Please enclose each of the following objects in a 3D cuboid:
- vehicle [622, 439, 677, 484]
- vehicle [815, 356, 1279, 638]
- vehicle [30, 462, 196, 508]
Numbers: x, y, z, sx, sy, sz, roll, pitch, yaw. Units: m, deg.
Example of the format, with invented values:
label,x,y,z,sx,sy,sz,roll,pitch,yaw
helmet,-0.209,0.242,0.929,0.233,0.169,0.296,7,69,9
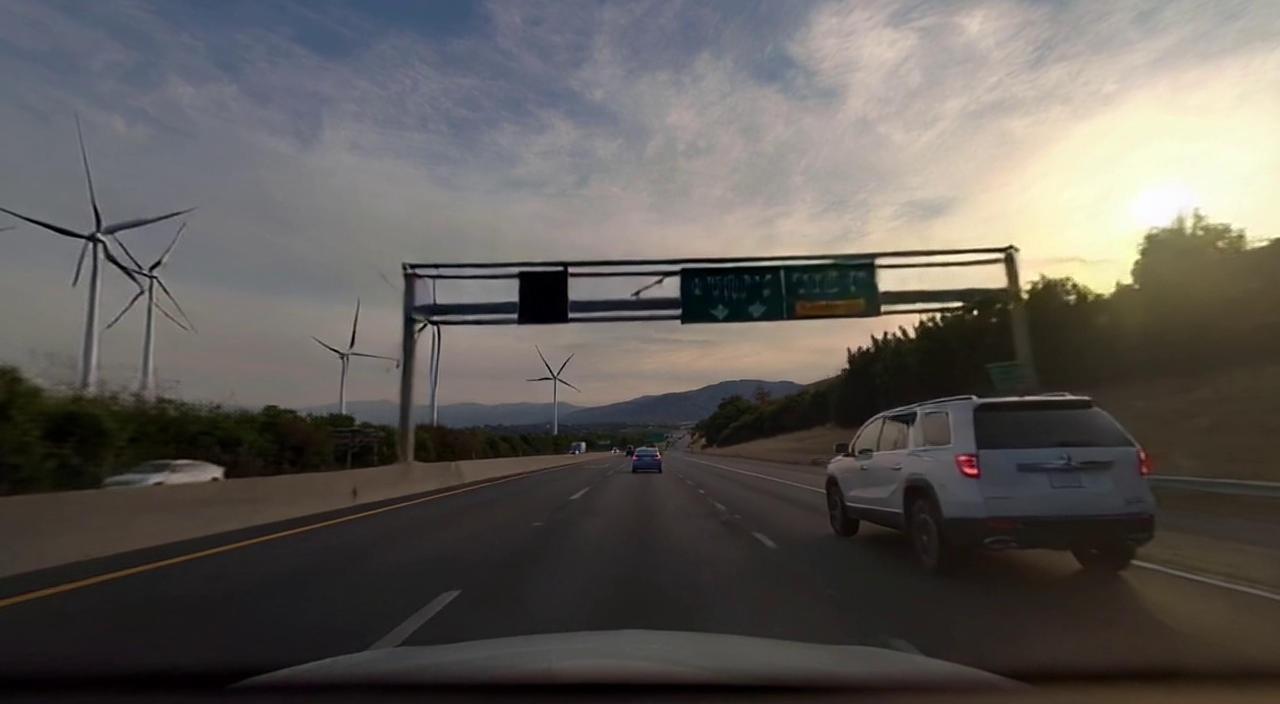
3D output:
label,x,y,z,sx,sy,sz,roll,pitch,yaw
vehicle,0.337,4.461,25.861,2.083,1.653,3.787,0,-9,0
vehicle,3.666,1.334,6.729,2.104,1.861,4.956,0,-9,-1
vehicle,-19.563,4.940,23.789,1.925,1.431,4.998,0,-9,1
